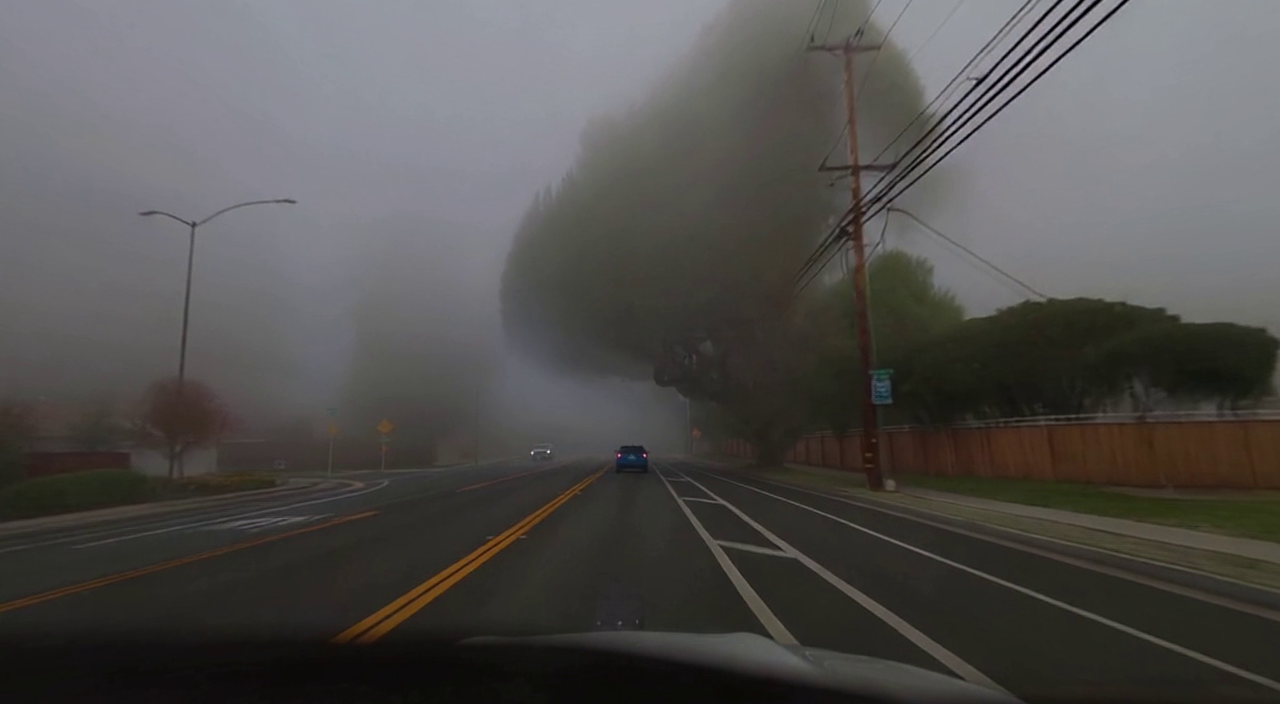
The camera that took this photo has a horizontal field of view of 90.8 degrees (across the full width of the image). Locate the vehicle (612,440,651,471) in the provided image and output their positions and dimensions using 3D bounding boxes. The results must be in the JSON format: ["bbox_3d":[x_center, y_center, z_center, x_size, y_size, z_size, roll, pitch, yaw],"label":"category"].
[{"bbox_3d":[-0.498,6.007,36.927,2.139,1.699,3.916,0,-8,0],"label":"vehicle"}]
